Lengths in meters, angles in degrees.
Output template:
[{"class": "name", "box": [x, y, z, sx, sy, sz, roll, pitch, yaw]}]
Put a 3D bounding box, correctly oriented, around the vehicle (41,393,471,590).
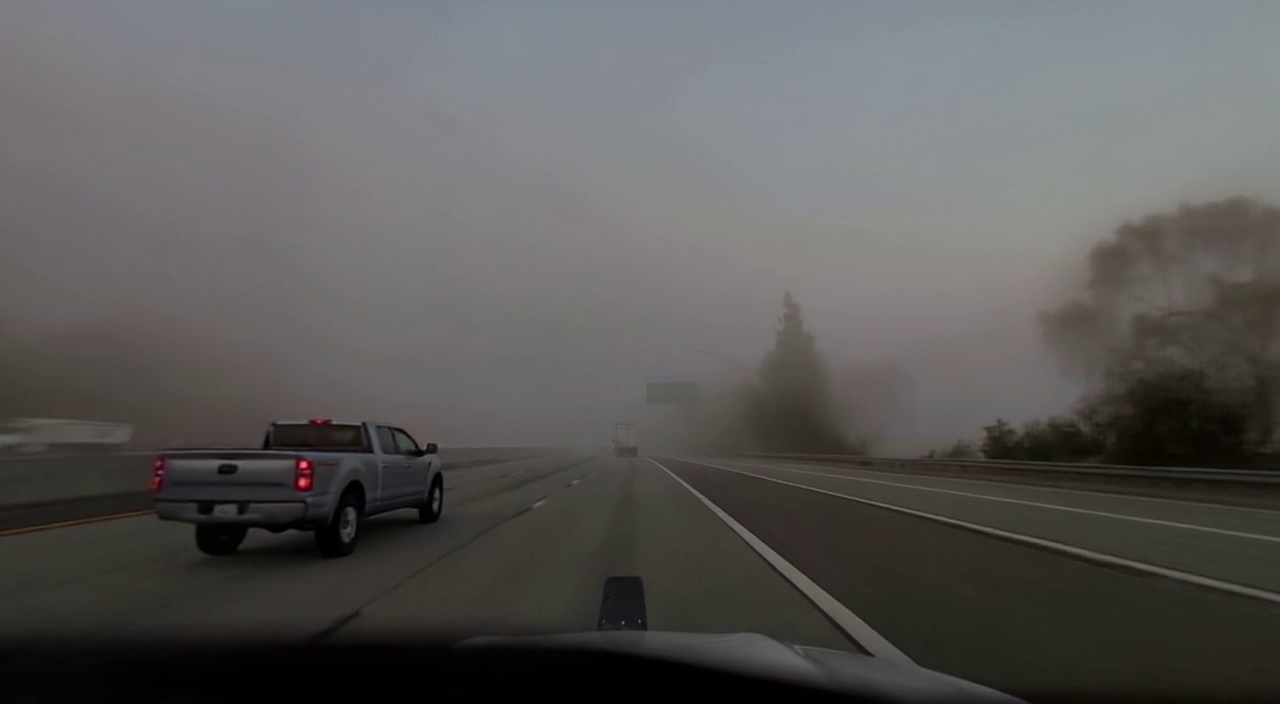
[{"class": "vehicle", "box": [-4.100, 1.606, 8.186, 2.316, 1.731, 5.126, 0, -8, 1]}]
